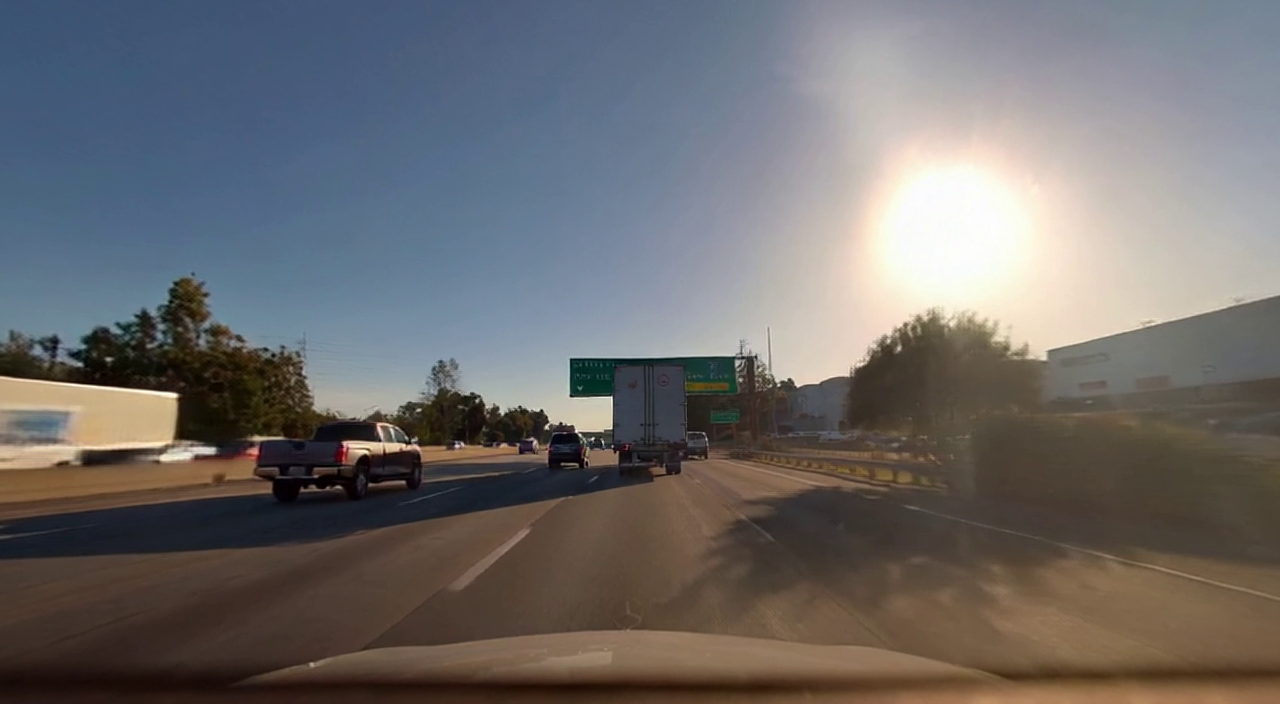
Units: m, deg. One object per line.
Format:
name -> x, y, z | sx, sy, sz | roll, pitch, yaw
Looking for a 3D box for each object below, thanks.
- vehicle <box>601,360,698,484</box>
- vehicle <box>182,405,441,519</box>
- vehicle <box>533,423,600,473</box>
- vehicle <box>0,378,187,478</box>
vehicle -> 0.268, 2.871, 24.241 | 2.941, 3.794, 9.851 | 0, -9, 0
vehicle -> -6.683, 2.365, 14.024 | 2.479, 1.978, 5.952 | 0, -9, 1
vehicle -> -3.276, 4.510, 29.662 | 2.379, 2.075, 6.169 | 0, -9, 0
vehicle -> -24.012, 3.350, 26.588 | 2.767, 3.509, 9.241 | 0, -9, 0
